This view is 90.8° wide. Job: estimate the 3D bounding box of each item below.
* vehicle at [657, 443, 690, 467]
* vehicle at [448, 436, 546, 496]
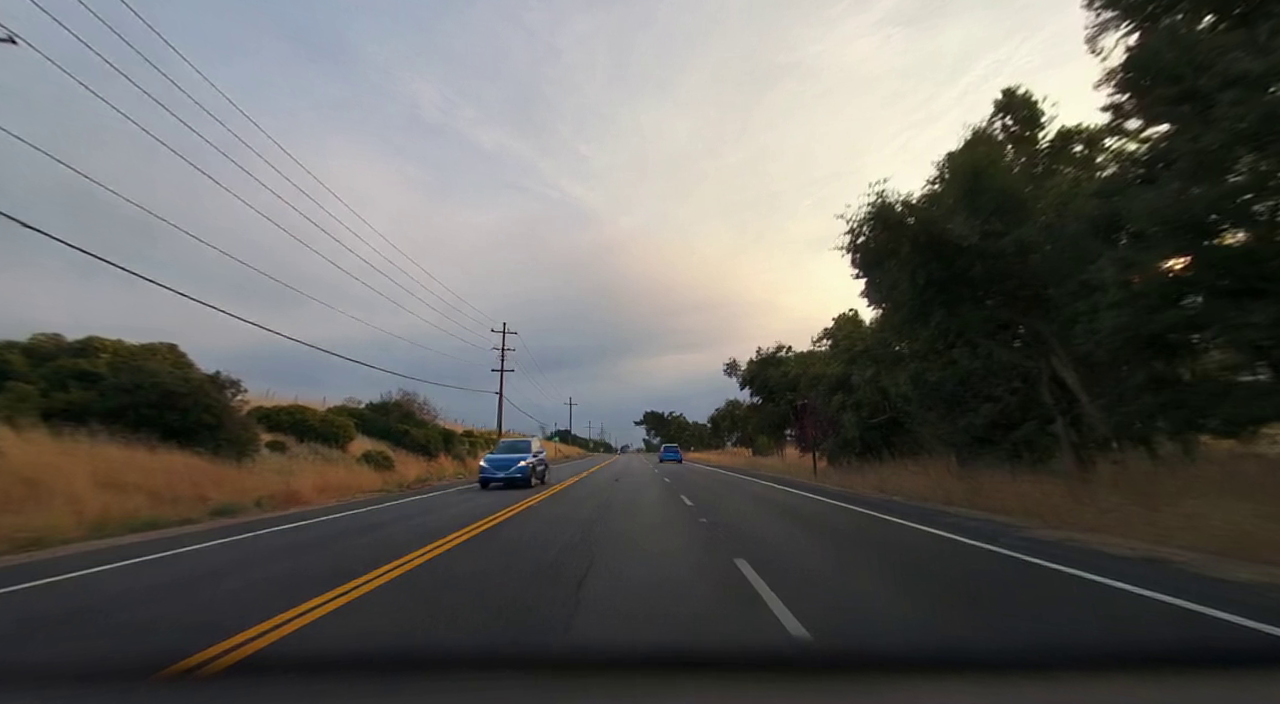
[{"bbox_3d":[2.492,7.723,47.554,2.135,1.692,4.185,0,-9,-2],"label":"vehicle"},{"bbox_3d":[-4.672,3.819,21.567,2.249,1.795,4.858,0,-9,-1],"label":"vehicle"}]
